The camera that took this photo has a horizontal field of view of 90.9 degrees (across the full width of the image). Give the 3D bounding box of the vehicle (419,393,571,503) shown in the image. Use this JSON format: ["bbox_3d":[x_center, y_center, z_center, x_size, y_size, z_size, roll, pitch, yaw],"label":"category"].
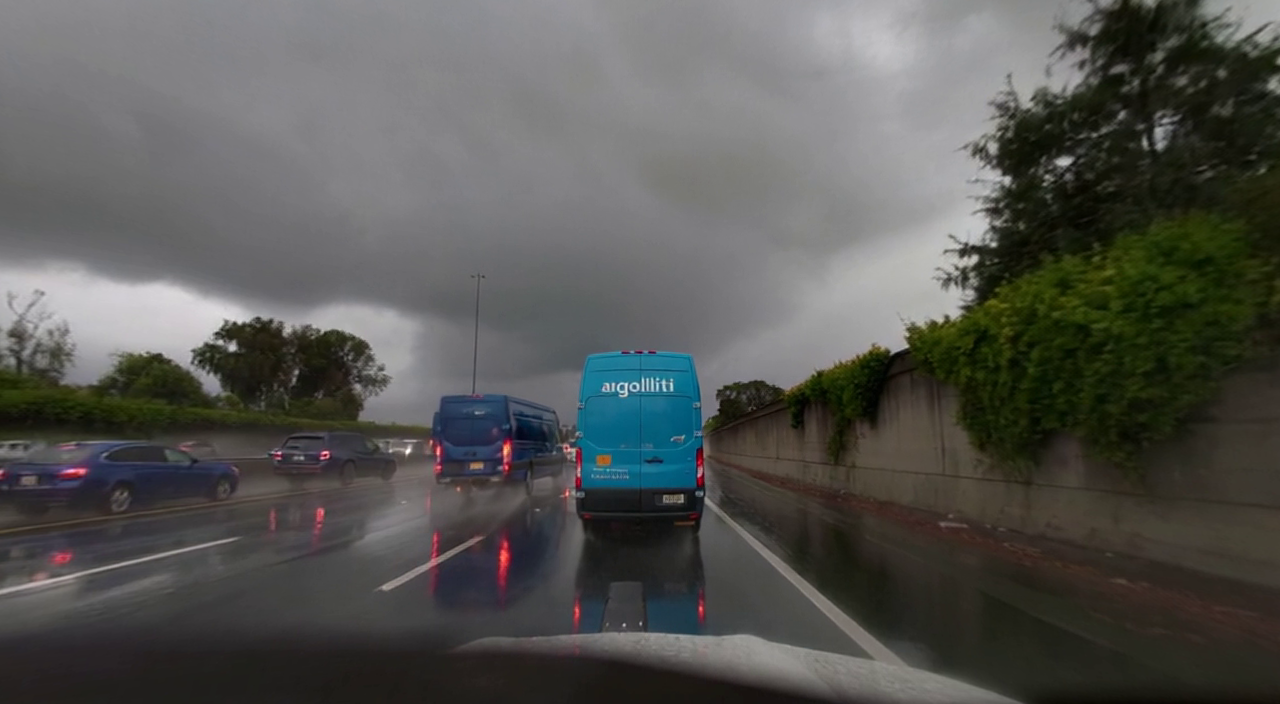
[{"bbox_3d":[-3.504,2.534,16.761,2.729,2.439,5.418,0,-9,0],"label":"vehicle"}]

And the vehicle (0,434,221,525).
[{"bbox_3d":[-11.081,2.491,12.916,1.839,1.524,4.449,0,-9,2],"label":"vehicle"}]

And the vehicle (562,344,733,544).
[{"bbox_3d":[0.156,1.727,11.929,2.316,2.738,6.398,0,-9,1],"label":"vehicle"}]

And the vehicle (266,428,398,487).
[{"bbox_3d":[-10.780,3.735,22.576,2.061,1.846,4.852,-1,-9,3],"label":"vehicle"}]
